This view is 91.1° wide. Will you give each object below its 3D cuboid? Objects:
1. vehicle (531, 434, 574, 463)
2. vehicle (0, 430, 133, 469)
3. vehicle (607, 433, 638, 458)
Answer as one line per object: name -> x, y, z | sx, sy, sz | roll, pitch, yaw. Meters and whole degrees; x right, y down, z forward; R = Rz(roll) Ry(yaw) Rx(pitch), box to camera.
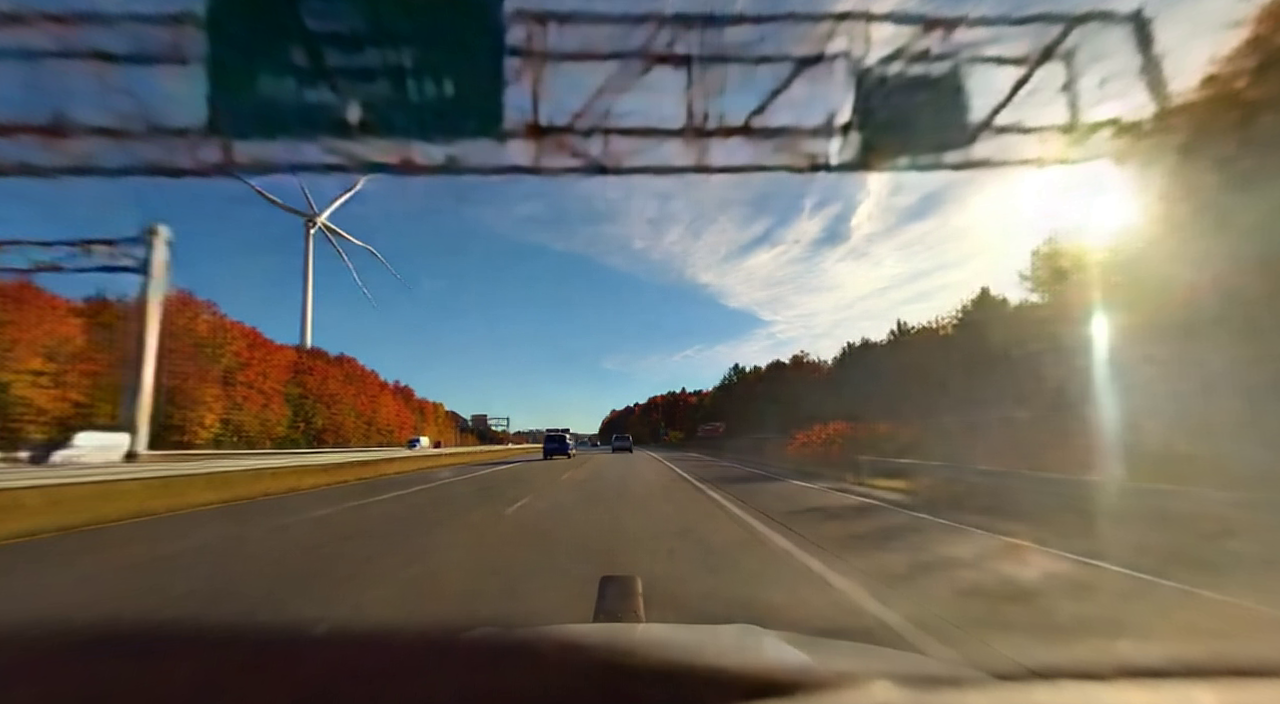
vehicle -> -5.156, 5.749, 37.630 | 2.062, 1.622, 4.153 | 0, -8, -1
vehicle -> -28.634, 4.867, 31.631 | 2.046, 1.773, 5.016 | 0, -8, 0
vehicle -> -1.265, 7.014, 47.338 | 2.213, 1.774, 4.563 | 0, -8, -1
